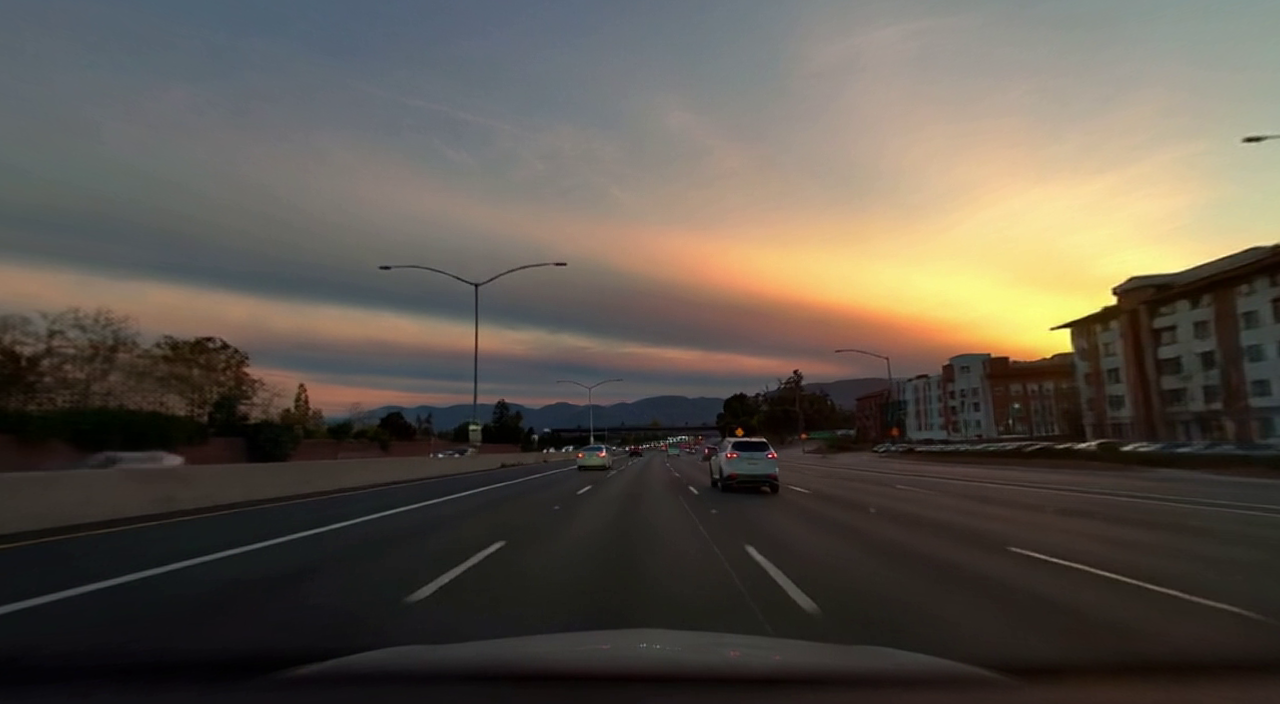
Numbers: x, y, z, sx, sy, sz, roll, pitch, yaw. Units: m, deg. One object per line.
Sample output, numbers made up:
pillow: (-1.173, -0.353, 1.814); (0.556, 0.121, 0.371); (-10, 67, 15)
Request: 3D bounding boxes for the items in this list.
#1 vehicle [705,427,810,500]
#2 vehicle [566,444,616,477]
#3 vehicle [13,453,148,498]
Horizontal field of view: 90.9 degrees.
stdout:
vehicle: (3.296, 3.263, 18.760); (2.148, 1.852, 4.835); (0, -9, 0)
vehicle: (-2.437, 5.575, 32.625); (2.080, 1.542, 4.718); (-1, -9, 2)
vehicle: (-18.665, 4.095, 21.209); (1.462, 1.353, 3.281); (0, -9, 1)
